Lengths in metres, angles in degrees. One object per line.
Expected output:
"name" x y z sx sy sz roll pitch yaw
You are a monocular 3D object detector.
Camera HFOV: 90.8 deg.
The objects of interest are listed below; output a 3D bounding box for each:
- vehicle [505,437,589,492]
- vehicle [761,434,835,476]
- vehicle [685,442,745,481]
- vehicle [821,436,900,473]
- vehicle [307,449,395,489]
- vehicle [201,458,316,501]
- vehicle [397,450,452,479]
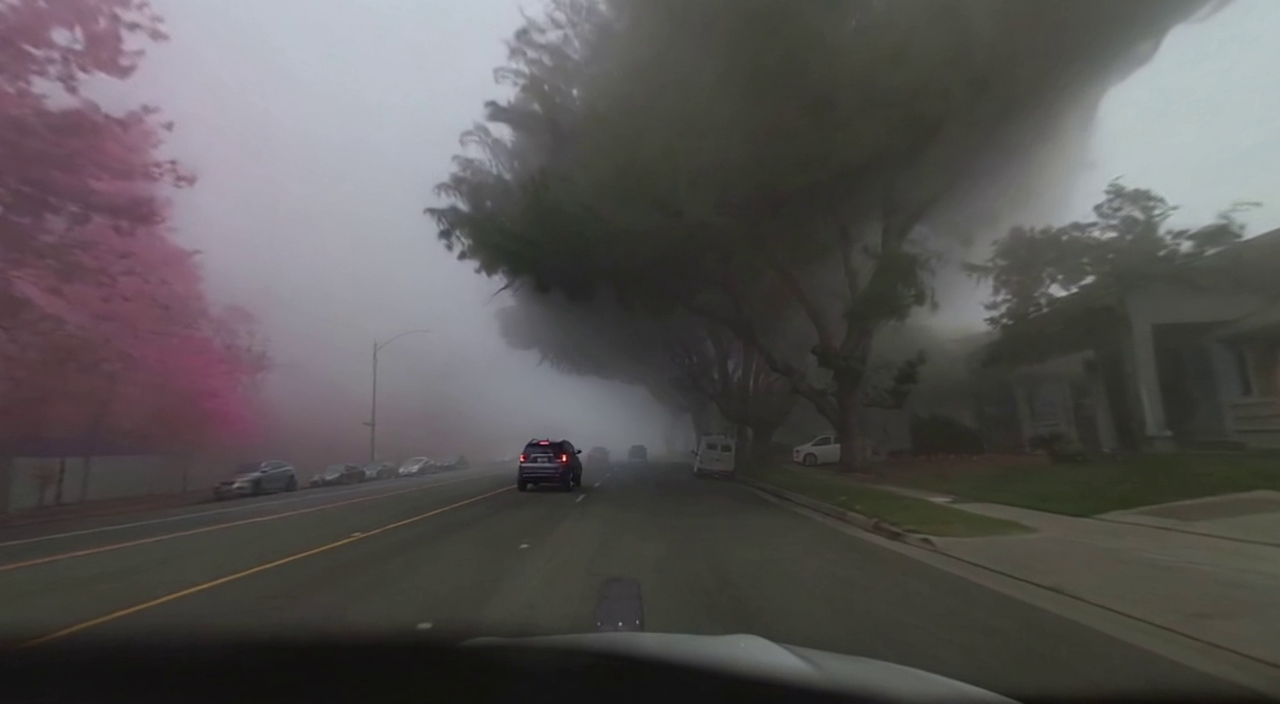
"vehicle" -3.202 4.024 23.010 2.257 1.751 5.028 0 -9 1
"vehicle" 7.326 4.804 29.805 2.112 1.776 4.555 2 -8 -3
"vehicle" 3.462 5.144 29.956 2.150 1.655 4.739 0 -9 -1
"vehicle" 10.139 4.728 29.404 1.777 1.514 4.140 -2 -8 -7
"vehicle" -14.207 5.753 31.459 2.123 1.770 4.848 0 -9 -1
"vehicle" -16.366 5.449 27.494 1.870 1.599 5.022 0 -9 0
"vehicle" -16.621 8.673 48.970 2.105 1.854 5.973 -4 -8 0
